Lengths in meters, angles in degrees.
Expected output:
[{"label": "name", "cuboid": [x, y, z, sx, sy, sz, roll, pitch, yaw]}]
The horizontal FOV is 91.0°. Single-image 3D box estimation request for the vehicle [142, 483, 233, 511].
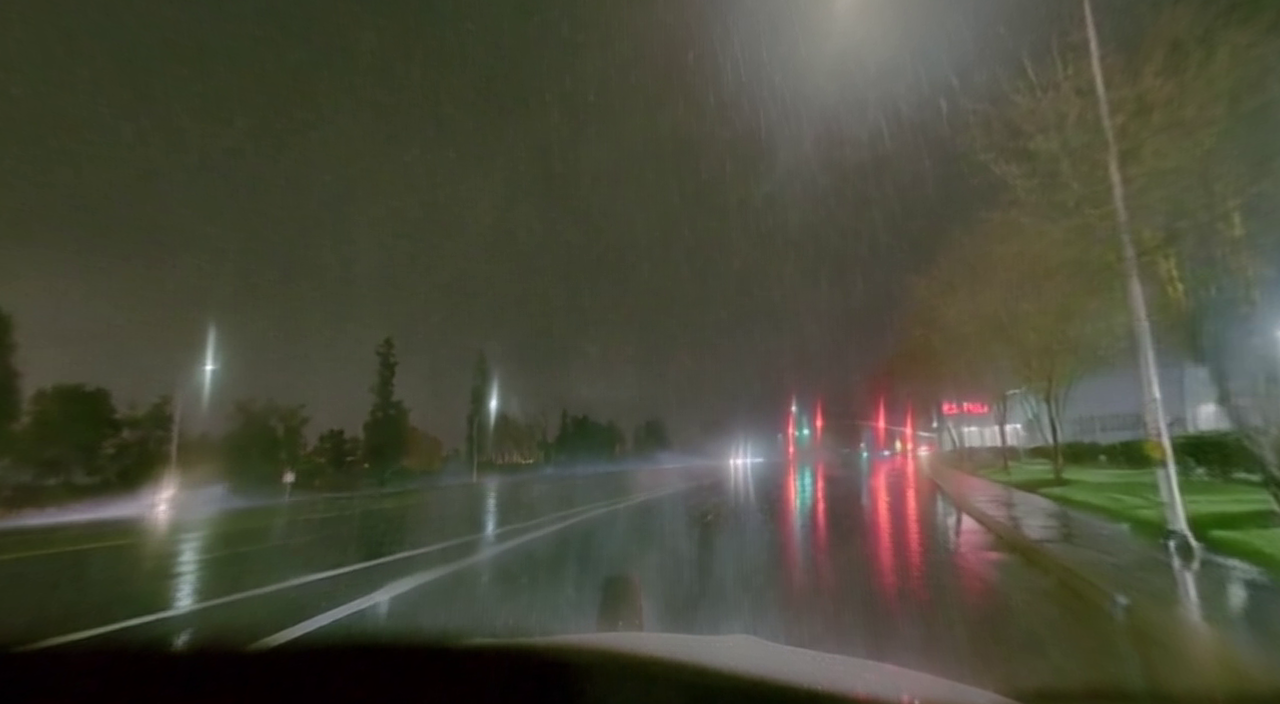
[{"label": "vehicle", "cuboid": [-31.269, 10.010, 43.628, 1.824, 1.478, 4.676, -4, -10, 27]}]
